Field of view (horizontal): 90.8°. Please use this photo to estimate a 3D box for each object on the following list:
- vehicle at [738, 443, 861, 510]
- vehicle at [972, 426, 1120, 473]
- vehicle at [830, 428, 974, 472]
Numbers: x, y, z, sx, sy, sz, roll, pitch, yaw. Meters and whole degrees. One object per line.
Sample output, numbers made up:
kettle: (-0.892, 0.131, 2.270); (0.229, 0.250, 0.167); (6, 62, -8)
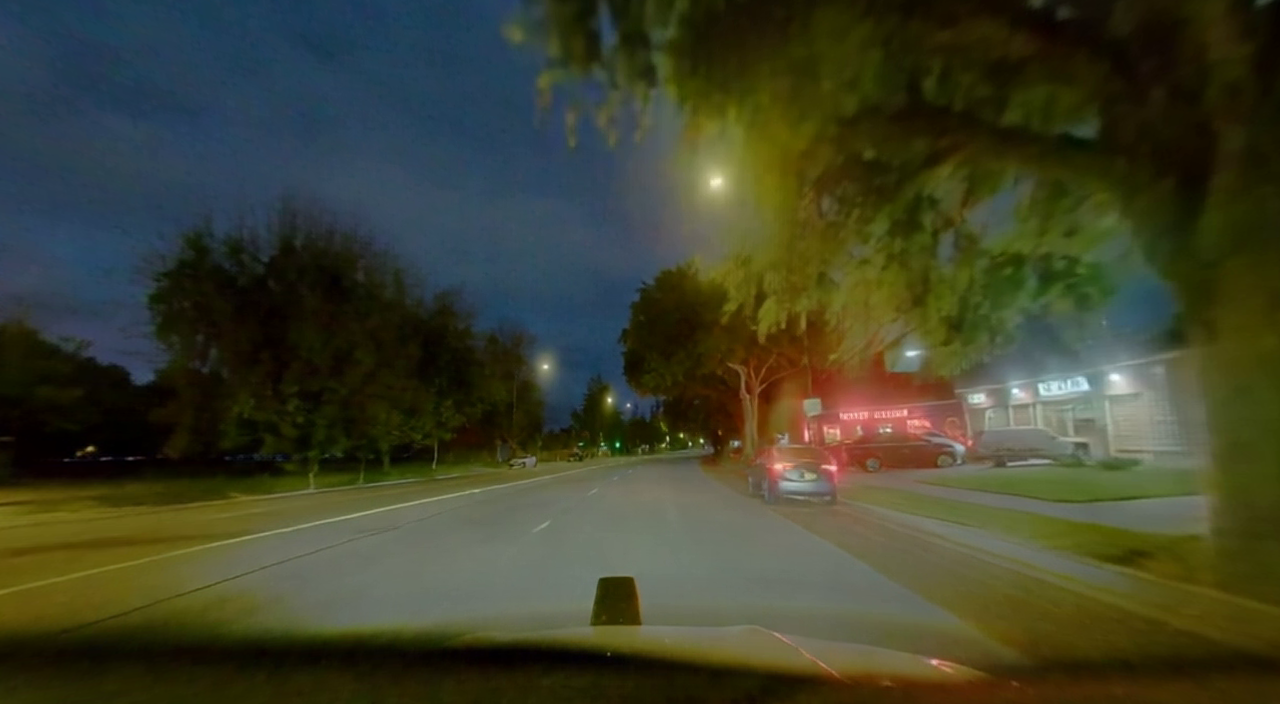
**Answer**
vehicle: (4.014, 3.196, 16.823); (2.080, 1.503, 4.821); (0, -9, 1)
vehicle: (15.671, 3.795, 24.637); (4.290, 1.717, 2.013); (-1, -9, 7)
vehicle: (11.436, 4.328, 27.959); (5.369, 1.860, 2.163); (-1, -9, 5)
